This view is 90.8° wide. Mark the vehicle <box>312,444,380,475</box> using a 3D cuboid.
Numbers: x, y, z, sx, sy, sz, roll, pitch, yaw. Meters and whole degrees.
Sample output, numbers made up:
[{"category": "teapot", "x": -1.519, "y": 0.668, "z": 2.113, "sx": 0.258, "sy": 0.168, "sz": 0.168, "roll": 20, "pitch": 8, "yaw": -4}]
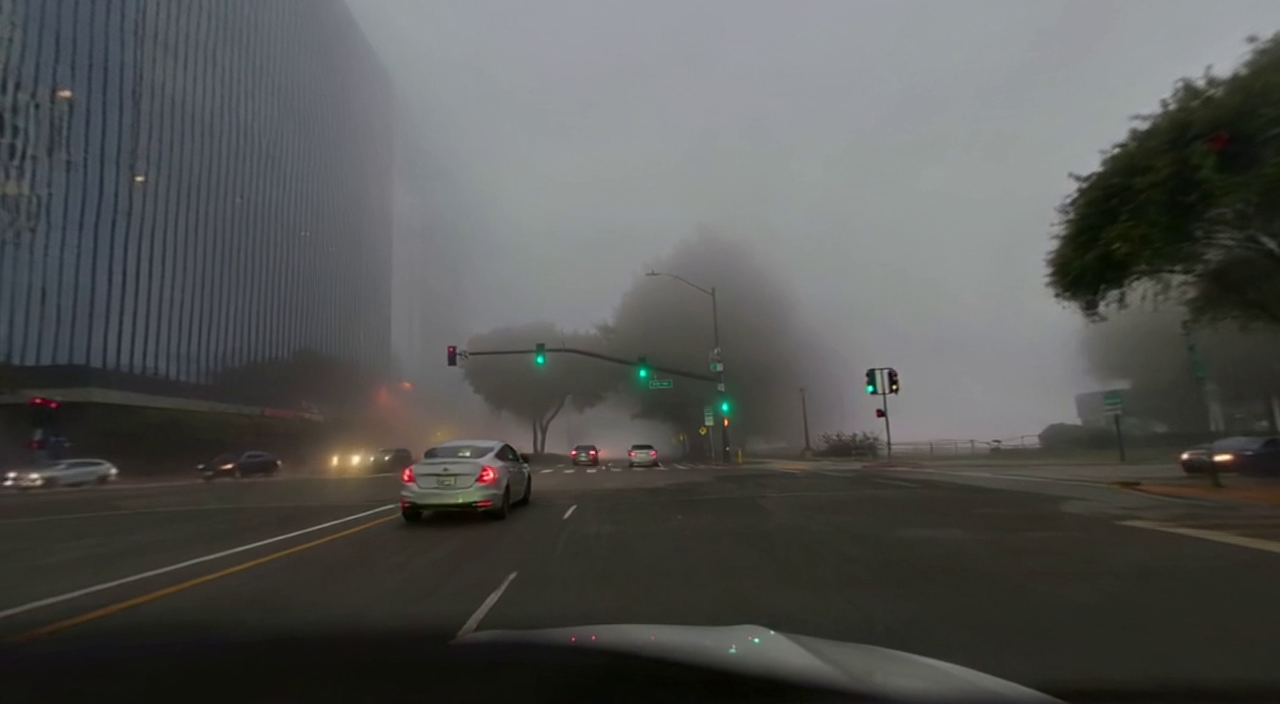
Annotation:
[{"category": "vehicle", "x": -17.253, "y": 6.294, "z": 37.319, "sx": 1.926, "sy": 1.711, "sz": 4.516, "roll": 0, "pitch": -8, "yaw": -1}]

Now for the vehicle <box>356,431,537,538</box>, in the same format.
[{"category": "vehicle", "x": -3.137, "y": 2.206, "z": 11.160, "sx": 1.983, "sy": 1.545, "sz": 3.773, "roll": 0, "pitch": -8, "yaw": 0}]

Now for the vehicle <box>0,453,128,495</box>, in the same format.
[{"category": "vehicle", "x": -26.741, "y": 5.611, "z": 29.416, "sx": 1.902, "sy": 1.670, "sz": 4.607, "roll": 0, "pitch": -8, "yaw": -1}]

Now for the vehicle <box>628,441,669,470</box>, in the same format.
[{"category": "vehicle", "x": 0.430, "y": 5.701, "z": 35.100, "sx": 2.102, "sy": 1.482, "sz": 4.125, "roll": 0, "pitch": -8, "yaw": 0}]

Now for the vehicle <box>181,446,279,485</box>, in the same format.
[{"category": "vehicle", "x": -20.205, "y": 5.562, "z": 31.370, "sx": 1.931, "sy": 1.722, "sz": 4.419, "roll": 0, "pitch": -8, "yaw": -1}]

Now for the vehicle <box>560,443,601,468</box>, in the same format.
[{"category": "vehicle", "x": -3.562, "y": 6.307, "z": 38.764, "sx": 2.088, "sy": 1.430, "sz": 4.482, "roll": 0, "pitch": -8, "yaw": 0}]
